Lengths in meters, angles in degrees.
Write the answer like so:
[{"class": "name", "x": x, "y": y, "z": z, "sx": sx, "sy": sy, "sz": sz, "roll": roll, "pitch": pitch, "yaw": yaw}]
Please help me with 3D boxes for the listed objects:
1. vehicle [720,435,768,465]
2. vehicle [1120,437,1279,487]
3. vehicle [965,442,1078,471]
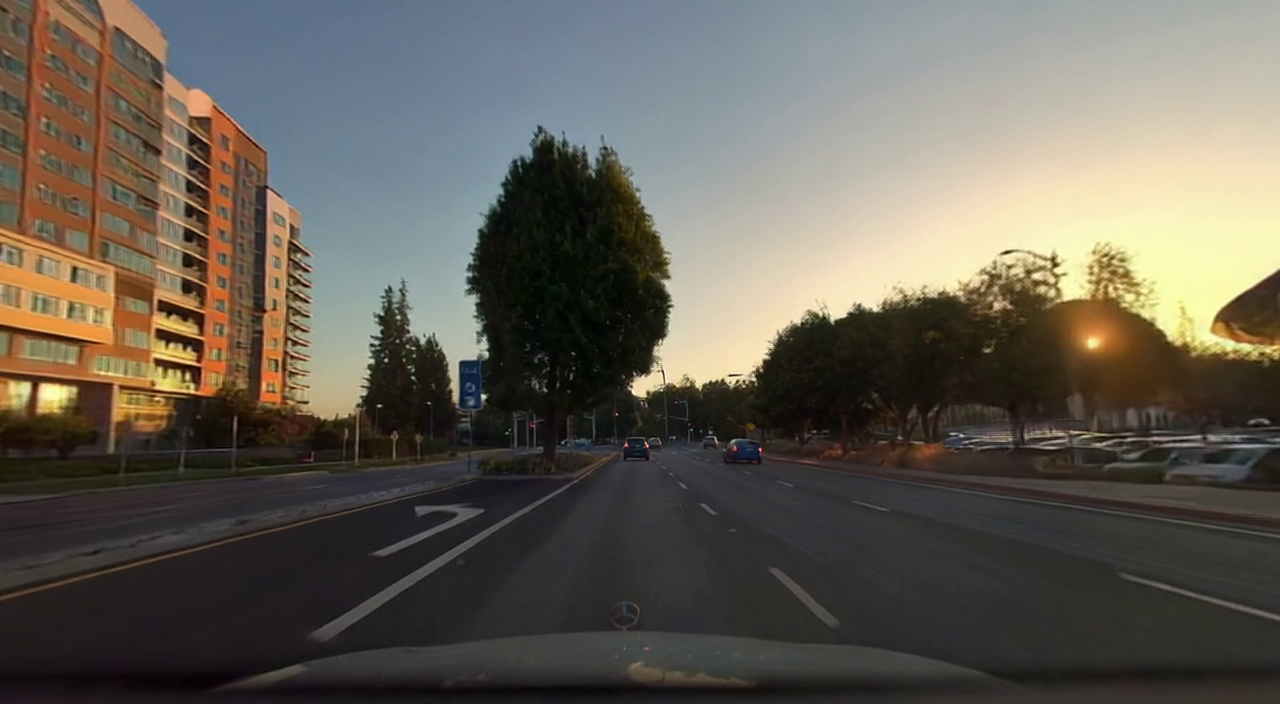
[{"class": "vehicle", "x": 6.633, "y": 6.300, "z": 40.697, "sx": 2.136, "sy": 1.799, "sz": 4.796, "roll": 0, "pitch": -9, "yaw": -2}, {"class": "vehicle", "x": 19.144, "y": 3.625, "z": 20.898, "sx": 4.644, "sy": 1.552, "sz": 1.980, "roll": 0, "pitch": -9, "yaw": 4}, {"class": "vehicle", "x": 19.863, "y": 5.438, "z": 32.896, "sx": 4.653, "sy": 1.438, "sz": 1.939, "roll": 0, "pitch": -9, "yaw": -2}]
